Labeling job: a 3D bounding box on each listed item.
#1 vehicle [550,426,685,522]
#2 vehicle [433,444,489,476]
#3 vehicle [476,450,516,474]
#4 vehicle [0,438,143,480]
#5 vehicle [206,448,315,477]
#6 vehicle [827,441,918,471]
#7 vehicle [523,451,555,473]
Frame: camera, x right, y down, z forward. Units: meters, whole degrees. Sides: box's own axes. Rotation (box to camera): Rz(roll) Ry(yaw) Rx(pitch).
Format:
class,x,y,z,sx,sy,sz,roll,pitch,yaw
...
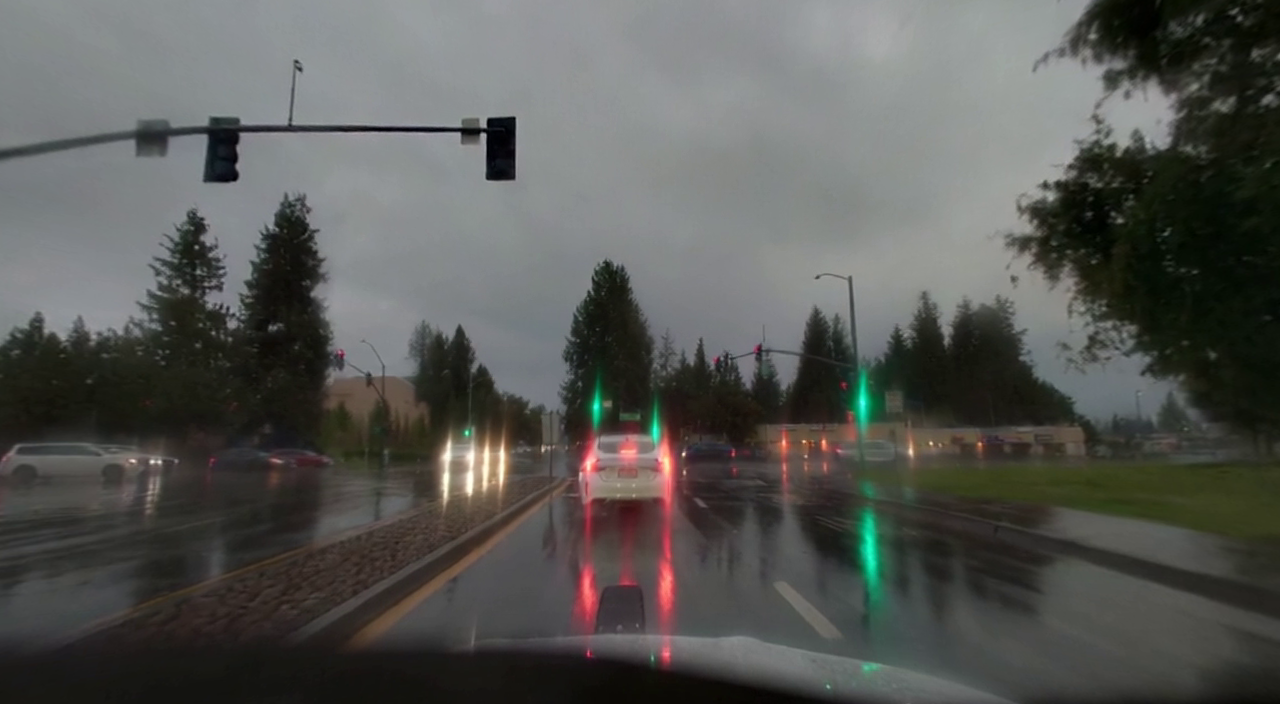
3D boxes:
class,x,y,z,sx,sy,sz,roll,pitch,yaw
vehicle,-0.371,2.221,12.086,2.112,1.479,4.264,0,-8,-1
vehicle,-9.044,5.473,32.331,2.073,1.459,4.495,1,-8,-7
vehicle,-10.259,7.895,45.420,2.078,1.534,4.646,1,-8,-4
vehicle,-25.747,4.770,28.351,4.877,1.754,1.978,2,-8,-13
vehicle,-20.044,5.862,33.609,4.548,1.449,1.802,2,-8,-13
vehicle,12.452,5.522,33.776,4.601,1.485,1.929,4,-9,-27
vehicle,-7.402,8.088,46.732,2.077,1.449,4.838,1,-8,-6
